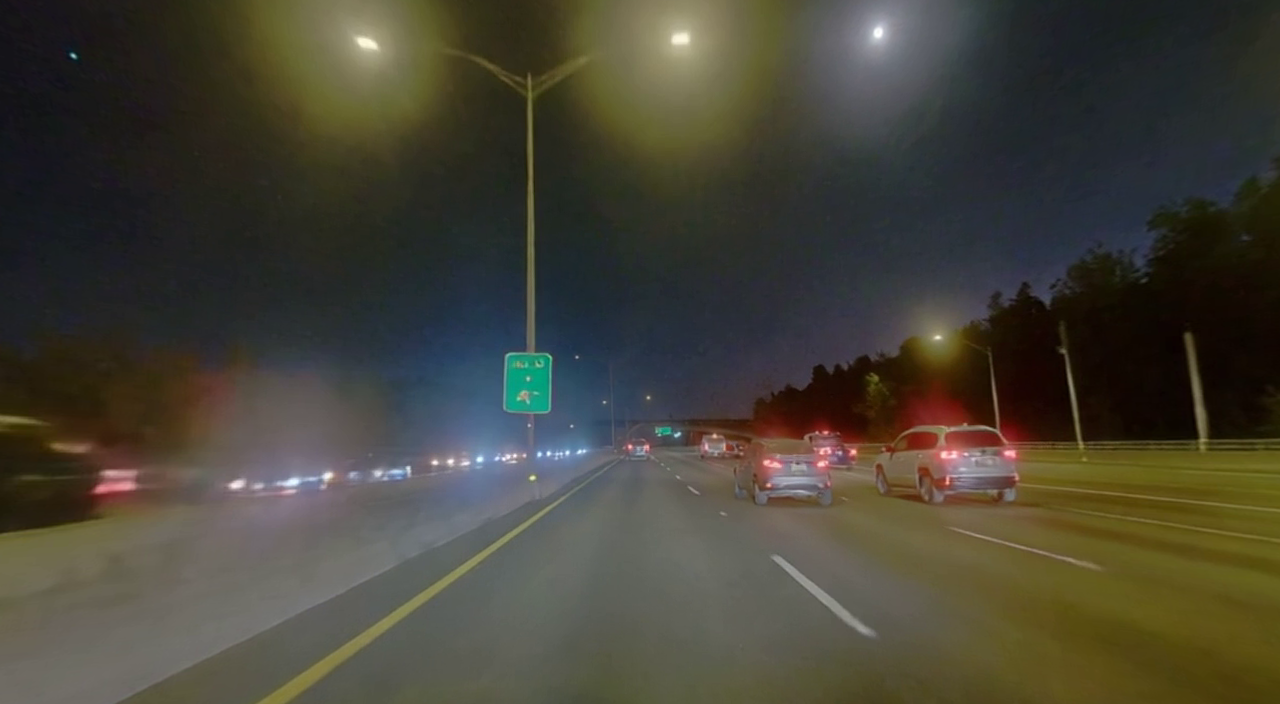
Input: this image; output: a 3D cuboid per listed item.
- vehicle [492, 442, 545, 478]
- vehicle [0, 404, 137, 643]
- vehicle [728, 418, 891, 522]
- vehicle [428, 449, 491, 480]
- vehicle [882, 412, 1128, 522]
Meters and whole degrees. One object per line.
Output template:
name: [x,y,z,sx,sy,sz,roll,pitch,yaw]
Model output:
vehicle: [-5.794,5.174,30.604,1.827,1.619,3.866,0,-9,-1]
vehicle: [-5.522,1.015,3.200,2.184,1.638,4.522,0,-9,0]
vehicle: [3.135,2.298,12.738,2.059,1.711,4.302,0,-9,0]
vehicle: [-9.319,5.846,32.992,1.950,1.464,4.309,0,-9,1]
vehicle: [7.006,2.282,12.998,2.040,1.801,4.959,0,-9,0]
